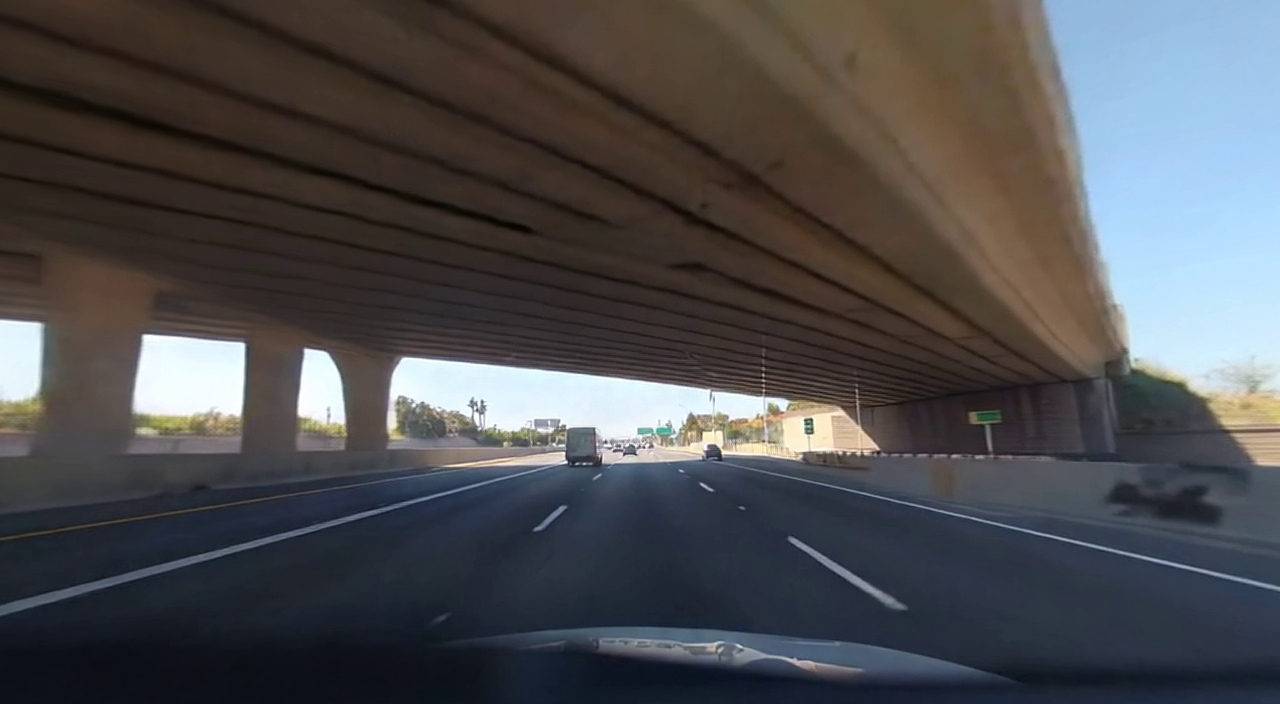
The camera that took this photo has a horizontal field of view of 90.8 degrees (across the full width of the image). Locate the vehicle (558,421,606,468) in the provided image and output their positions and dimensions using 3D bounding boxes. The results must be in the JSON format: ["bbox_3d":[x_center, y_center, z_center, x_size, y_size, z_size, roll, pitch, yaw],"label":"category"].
[{"bbox_3d":[-3.883,6.392,43.655,2.881,2.937,7.045,0,-9,-2],"label":"vehicle"}]
